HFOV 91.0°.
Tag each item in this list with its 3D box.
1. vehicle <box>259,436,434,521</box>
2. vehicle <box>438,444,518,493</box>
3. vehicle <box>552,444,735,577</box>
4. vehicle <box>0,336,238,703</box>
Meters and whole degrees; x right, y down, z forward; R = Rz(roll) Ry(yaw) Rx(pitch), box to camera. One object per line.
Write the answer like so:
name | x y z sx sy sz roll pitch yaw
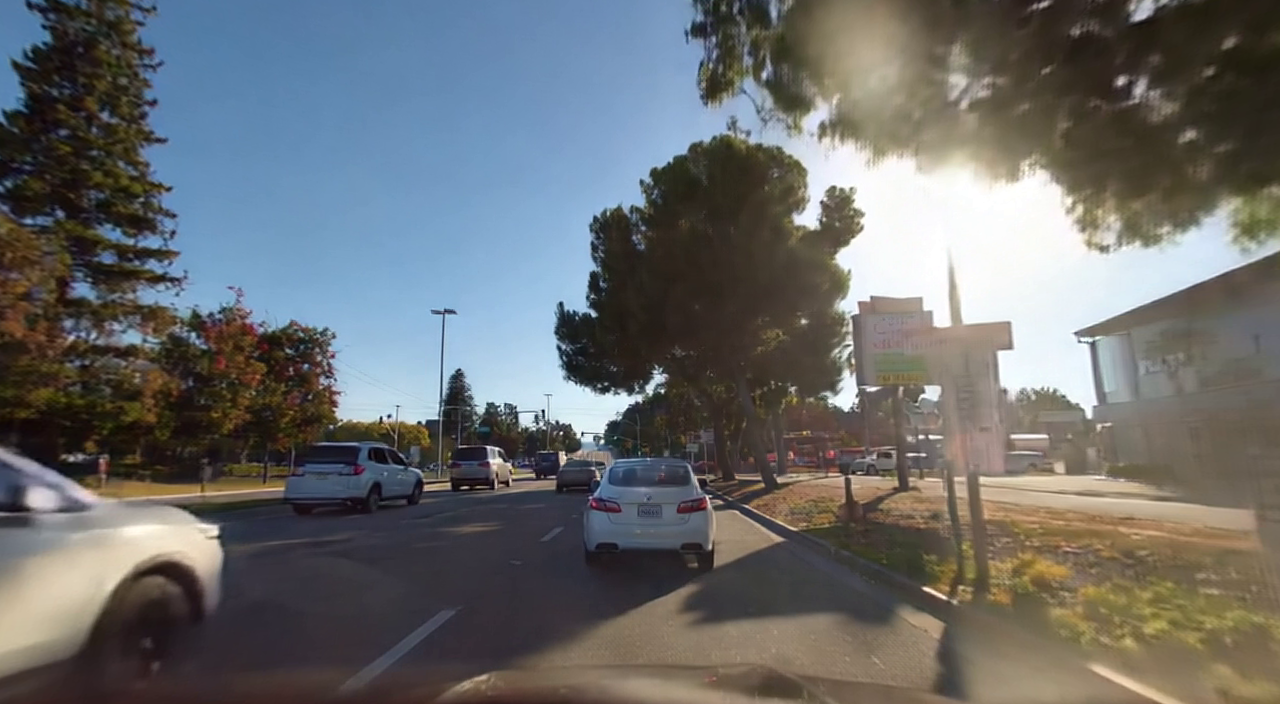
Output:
vehicle | -6.928 3.012 15.558 2.032 1.767 4.549 0 -9 1
vehicle | -6.768 4.893 26.866 2.130 1.900 4.470 0 -9 1
vehicle | 0.086 2.126 9.278 2.091 1.494 3.962 0 -9 1
vehicle | -3.614 0.651 1.513 2.055 1.725 4.732 0 -9 1
